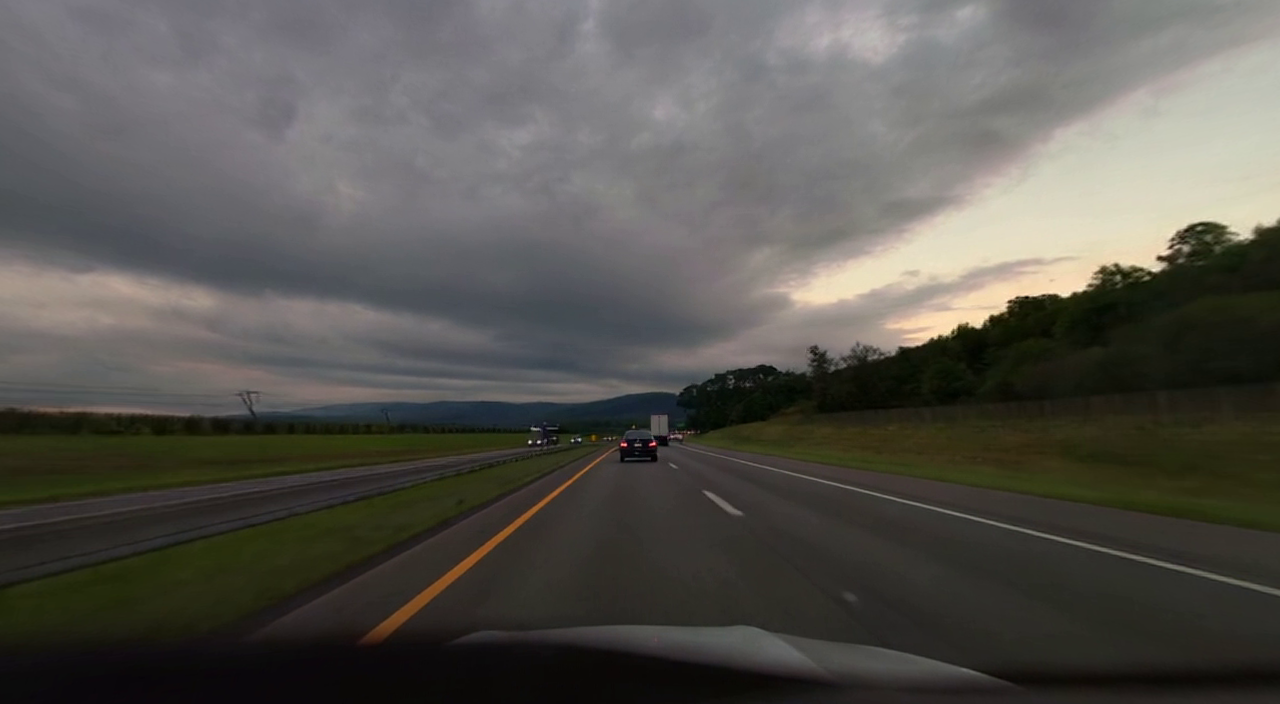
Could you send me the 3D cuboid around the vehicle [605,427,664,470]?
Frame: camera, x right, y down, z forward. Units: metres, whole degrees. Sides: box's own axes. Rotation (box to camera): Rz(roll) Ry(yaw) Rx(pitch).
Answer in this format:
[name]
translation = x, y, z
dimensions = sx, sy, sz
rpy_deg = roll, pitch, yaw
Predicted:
[vehicle]
translation = -0.238, 3.925, 25.861
dimensions = 2.216, 1.623, 4.220
rpy_deg = 0, -8, -1
